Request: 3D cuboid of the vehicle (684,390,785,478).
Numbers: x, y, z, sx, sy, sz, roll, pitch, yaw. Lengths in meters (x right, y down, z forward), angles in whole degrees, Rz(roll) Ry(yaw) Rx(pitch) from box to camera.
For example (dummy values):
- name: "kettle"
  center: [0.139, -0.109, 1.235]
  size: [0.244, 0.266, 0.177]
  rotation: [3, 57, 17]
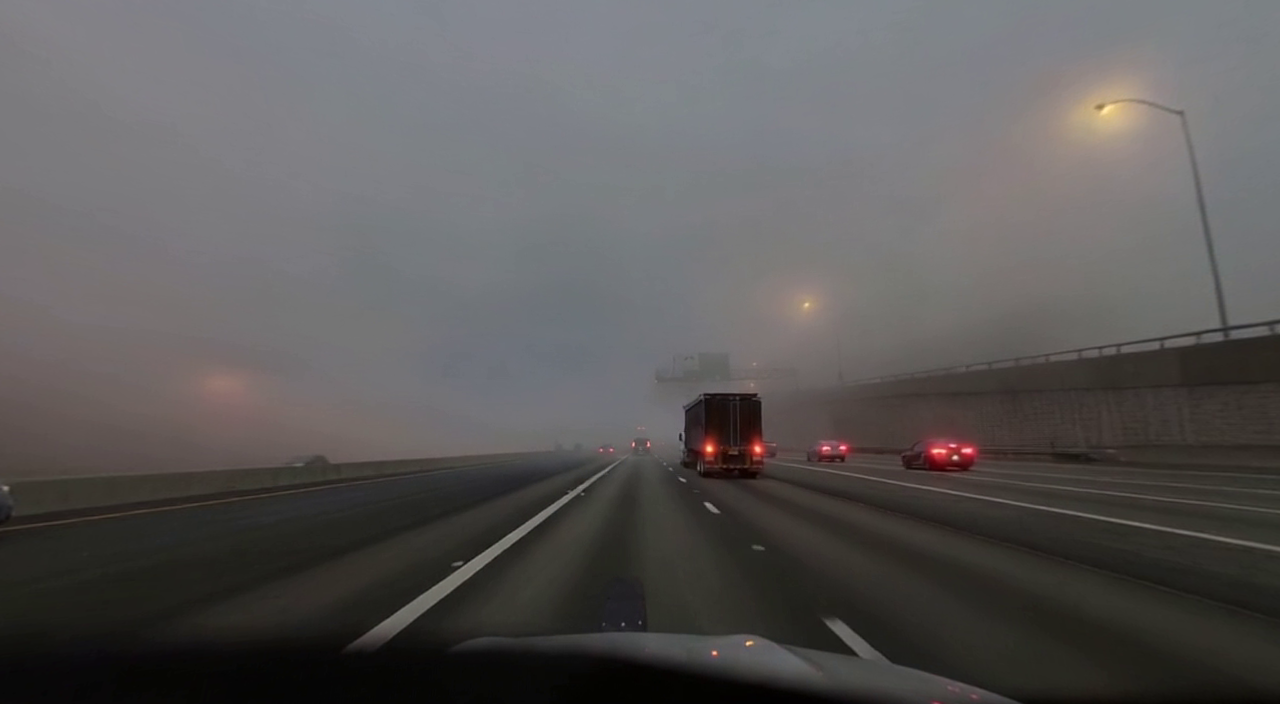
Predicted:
- name: "vehicle"
  center: [4.021, 3.951, 29.629]
  size: [3.049, 3.395, 10.595]
  rotation: [0, -8, 0]

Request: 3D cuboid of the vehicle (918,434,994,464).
- name: "vehicle"
  center: [17.615, 5.468, 35.265]
  size: [2.021, 1.549, 4.322]
  rotation: [1, -9, 1]
